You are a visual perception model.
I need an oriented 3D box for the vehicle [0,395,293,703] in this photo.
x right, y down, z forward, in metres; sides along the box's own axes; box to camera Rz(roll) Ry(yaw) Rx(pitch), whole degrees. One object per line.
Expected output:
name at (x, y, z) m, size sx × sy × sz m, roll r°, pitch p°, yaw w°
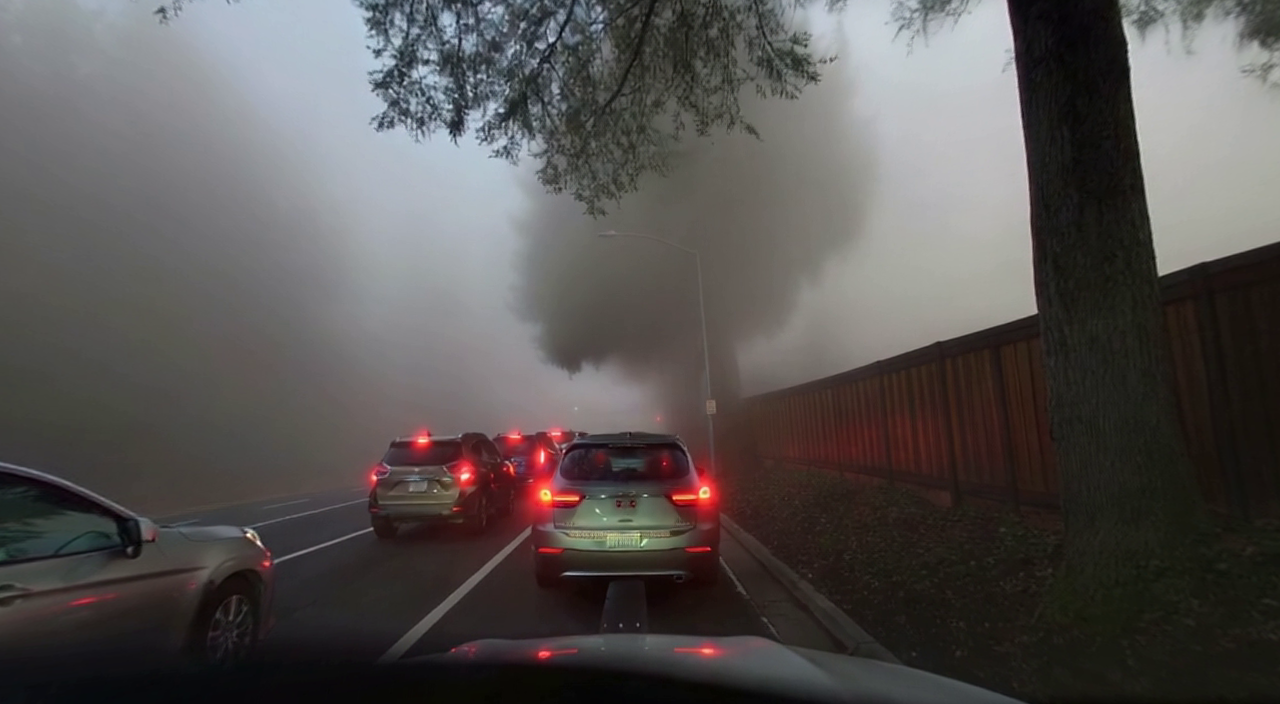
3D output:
vehicle at (-3.180, 0.829, 1.572) m, size 1.980 × 1.520 × 4.636 m, roll 0°, pitch -8°, yaw 0°

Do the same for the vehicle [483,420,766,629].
vehicle at (-0.139, 1.507, 6.445) m, size 1.995 × 1.460 × 3.865 m, roll 0°, pitch -8°, yaw -1°

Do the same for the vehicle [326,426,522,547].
vehicle at (-3.225, 2.062, 10.255) m, size 1.850 × 1.582 × 3.688 m, roll 0°, pitch -8°, yaw 0°
